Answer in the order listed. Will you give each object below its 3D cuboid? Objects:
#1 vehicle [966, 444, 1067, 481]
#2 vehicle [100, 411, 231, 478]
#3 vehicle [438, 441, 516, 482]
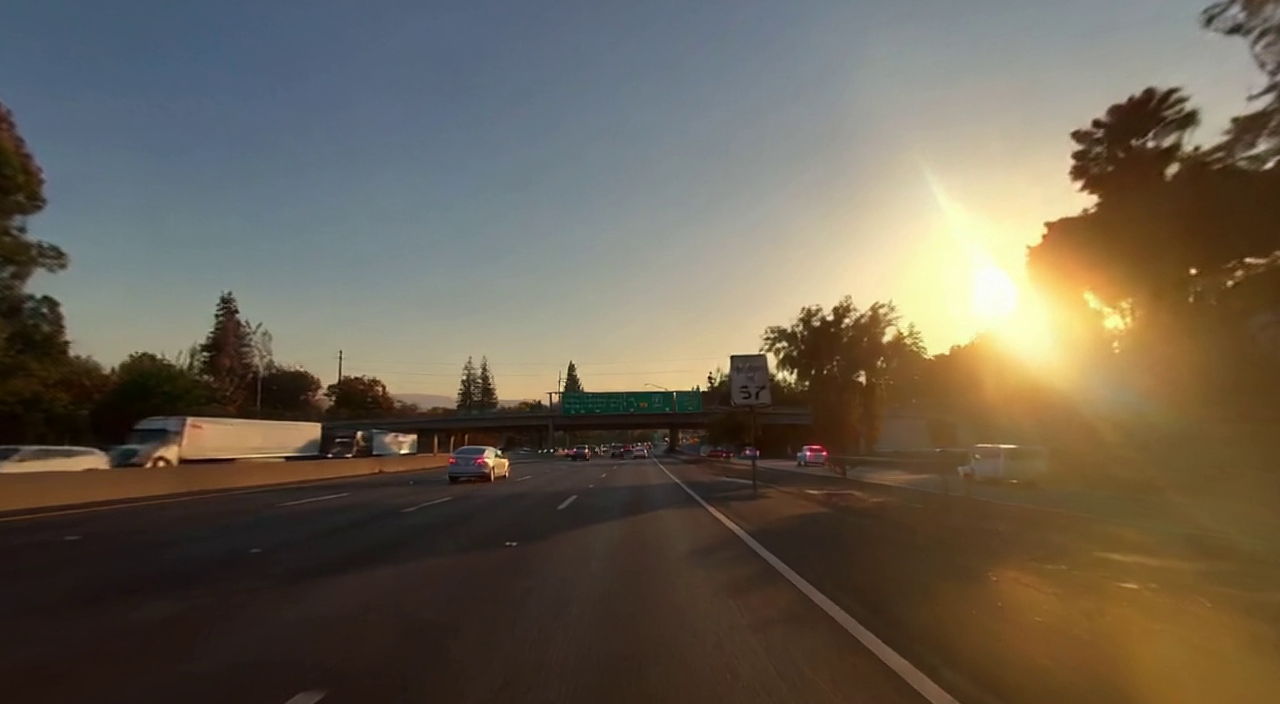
[{"bbox_3d":[17.732,5.198,29.966,2.012,1.601,4.565,0,-8,0],"label":"vehicle"},{"bbox_3d":[-31.749,6.260,42.620,3.220,4.166,6.903,0,-9,1],"label":"vehicle"},{"bbox_3d":[-6.481,4.408,25.593,1.985,1.513,4.172,0,-9,1],"label":"vehicle"}]
